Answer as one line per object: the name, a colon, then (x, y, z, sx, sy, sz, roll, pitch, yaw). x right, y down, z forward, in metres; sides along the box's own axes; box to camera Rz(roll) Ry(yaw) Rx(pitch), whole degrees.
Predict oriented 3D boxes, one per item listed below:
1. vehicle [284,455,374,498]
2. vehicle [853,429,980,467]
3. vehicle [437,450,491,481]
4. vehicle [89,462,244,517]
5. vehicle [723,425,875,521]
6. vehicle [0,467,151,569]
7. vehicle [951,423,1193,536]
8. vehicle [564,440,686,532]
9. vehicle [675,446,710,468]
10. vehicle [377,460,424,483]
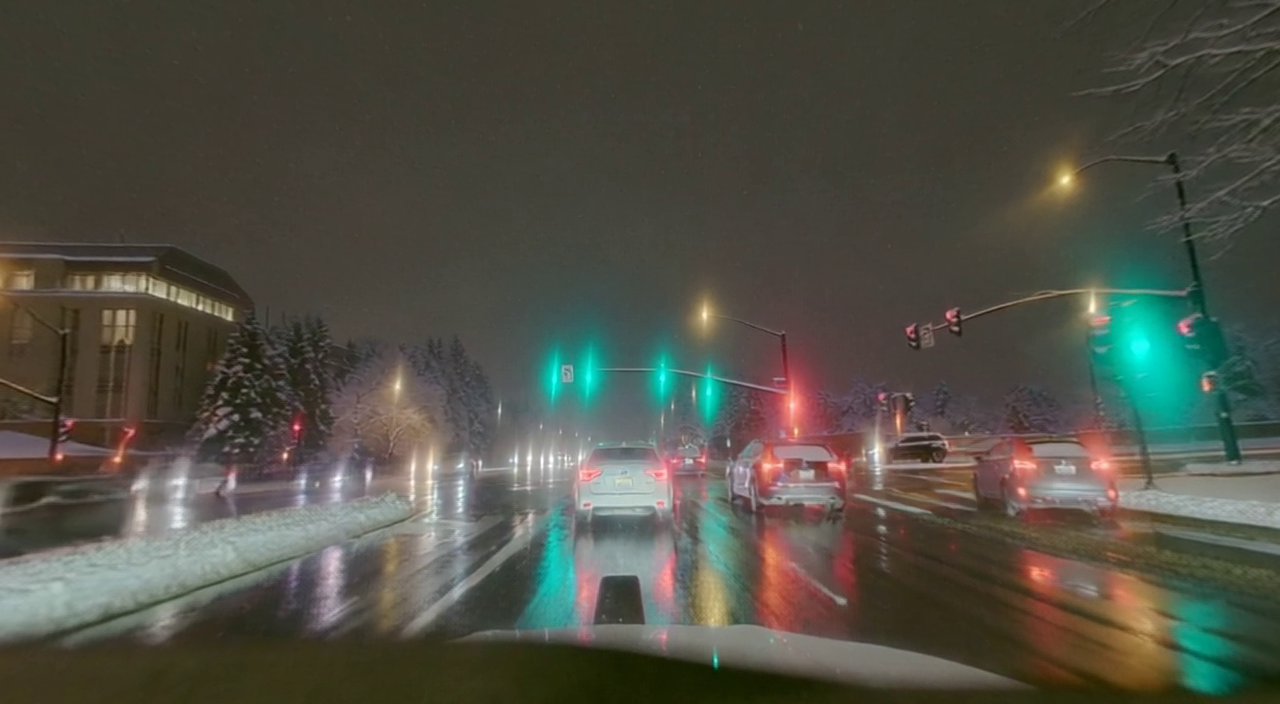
vehicle: (-14.812, 5.936, 30.434, 1.908, 1.797, 4.620, 0, -8, 1)
vehicle: (15.154, 5.327, 35.062, 6.013, 2.030, 2.461, -2, -9, 12)
vehicle: (-11.133, 7.175, 40.274, 2.078, 1.795, 4.636, 0, -8, 0)
vehicle: (-18.218, 5.275, 24.678, 2.437, 1.777, 4.578, 0, -8, 1)
vehicle: (3.294, 2.607, 14.207, 2.107, 1.773, 4.557, 0, -8, -2)
vehicle: (-11.645, 2.968, 11.473, 1.992, 1.562, 4.361, 0, -8, 0)
vehicle: (7.916, 2.340, 12.242, 2.039, 1.760, 4.319, -1, -9, 8)
vehicle: (-0.277, 2.523, 12.537, 2.034, 1.500, 3.966, 0, -8, -1)
vehicle: (3.770, 7.614, 45.963, 2.123, 1.455, 4.318, 0, -8, -1)
vehicle: (-18.222, 9.098, 48.290, 1.840, 1.511, 4.229, 0, -8, 1)
